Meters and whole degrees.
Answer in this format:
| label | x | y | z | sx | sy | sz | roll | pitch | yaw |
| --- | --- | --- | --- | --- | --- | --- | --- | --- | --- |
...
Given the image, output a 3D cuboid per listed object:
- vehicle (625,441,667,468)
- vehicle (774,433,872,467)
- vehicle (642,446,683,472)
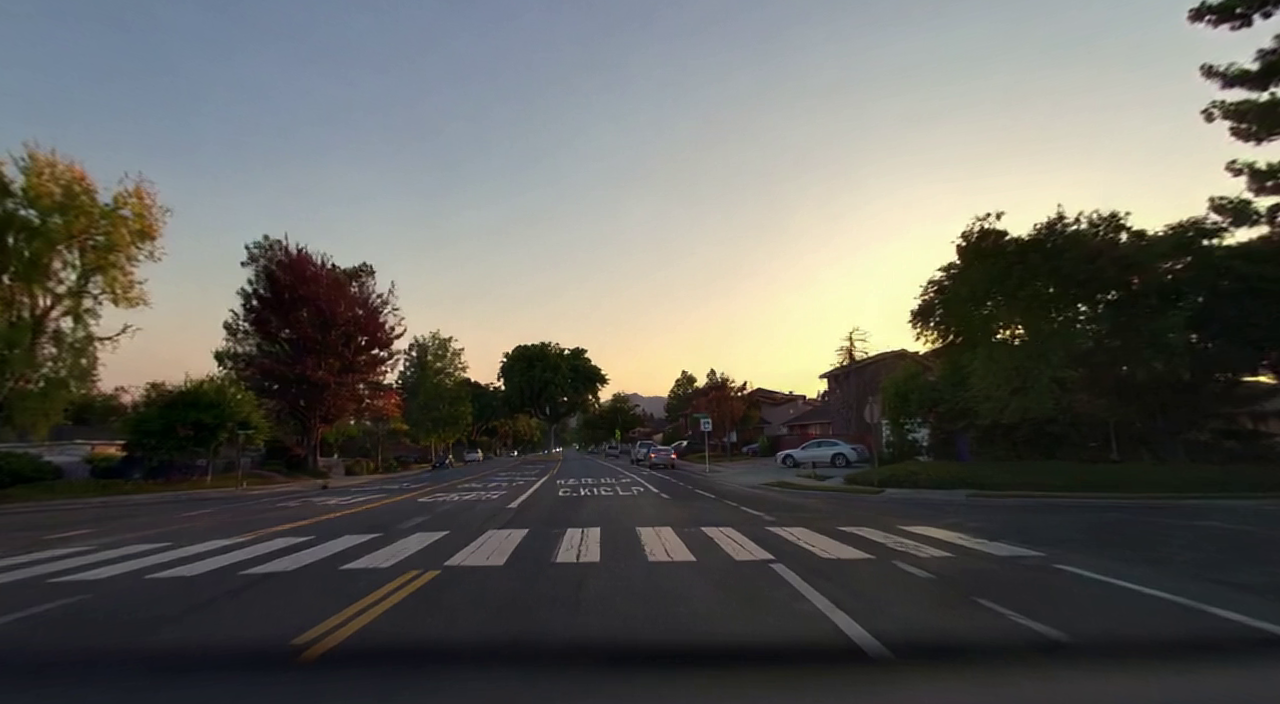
| label | x | y | z | sx | sy | sz | roll | pitch | yaw |
| --- | --- | --- | --- | --- | --- | --- | --- | --- | --- |
| vehicle | 0.351 | 7.506 | 46.560 | 2.293 | 1.858 | 5.868 | 1 | -9 | -7 |
| vehicle | 9.485 | 5.094 | 32.934 | 4.492 | 1.619 | 1.849 | -6 | -10 | 32 |
| vehicle | 1.369 | 6.720 | 39.908 | 1.919 | 1.474 | 4.370 | 1 | -9 | -7 |
